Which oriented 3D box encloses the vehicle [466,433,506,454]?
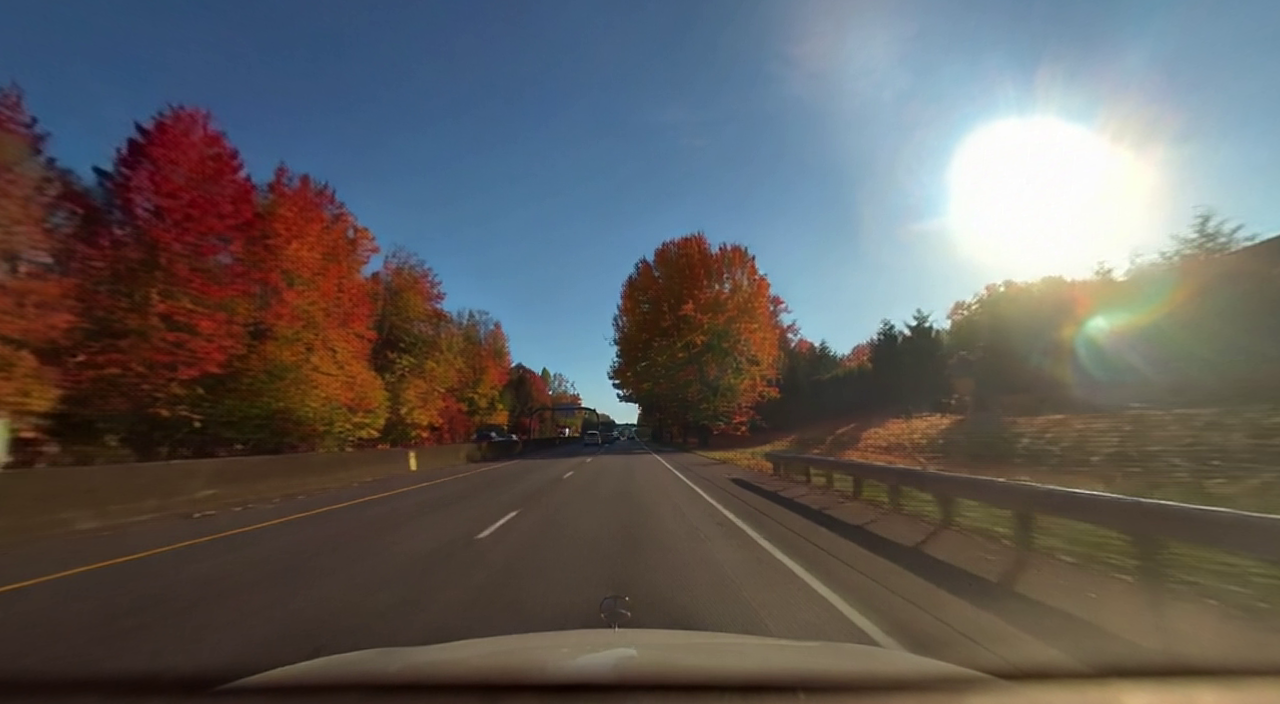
[{"bbox_3d":[-12.060,7.190,49.420,2.019,1.587,4.564,0,-8,0],"label":"vehicle"}]
